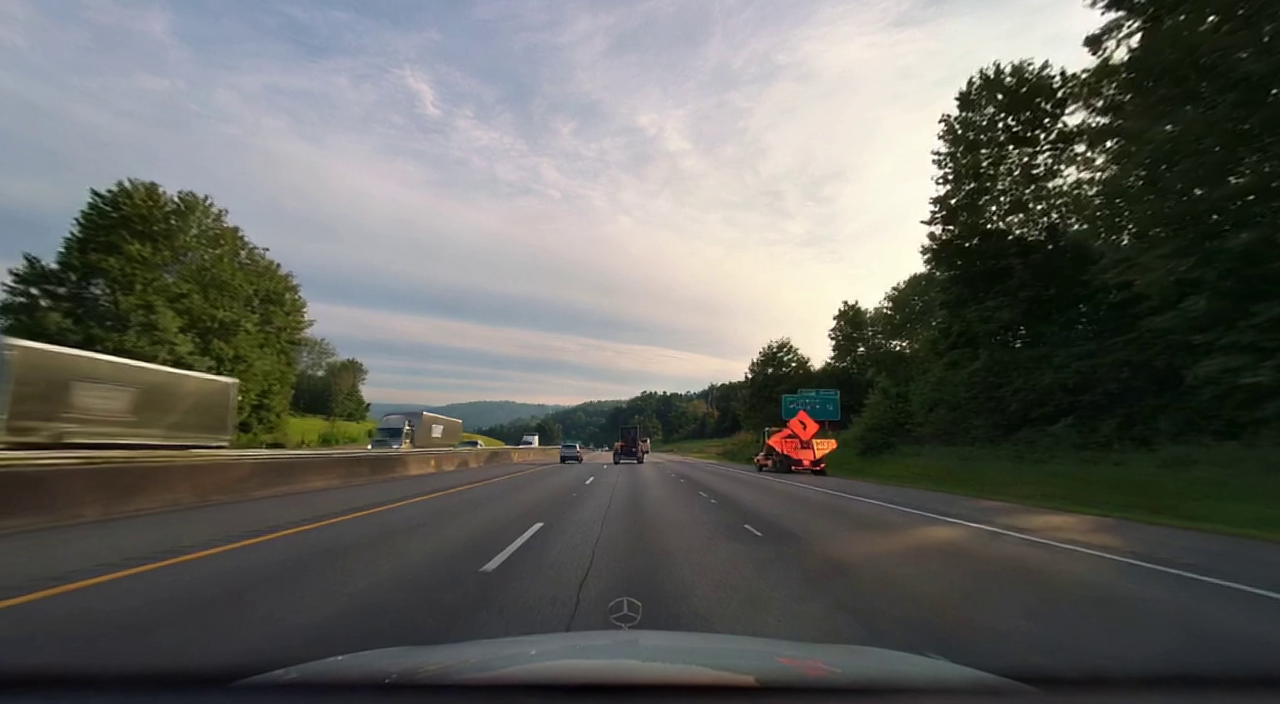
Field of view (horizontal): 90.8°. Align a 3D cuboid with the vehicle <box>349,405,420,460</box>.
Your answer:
[{"bbox_3d":[-19.324,6.224,48.181,2.930,3.933,5.854,0,-9,-1],"label":"vehicle"}]

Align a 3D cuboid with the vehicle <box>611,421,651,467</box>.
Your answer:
[{"bbox_3d":[-0.753,6.732,45.843,2.672,3.056,6.900,0,-9,-2],"label":"vehicle"}]

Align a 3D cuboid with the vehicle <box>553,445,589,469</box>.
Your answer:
[{"bbox_3d":[-4.476,6.886,41.498,1.991,1.484,4.110,0,-9,-1],"label":"vehicle"}]

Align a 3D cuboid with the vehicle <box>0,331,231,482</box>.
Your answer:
[{"bbox_3d":[-19.217,2.029,20.786,2.881,4.150,13.071,0,-9,-1],"label":"vehicle"}]

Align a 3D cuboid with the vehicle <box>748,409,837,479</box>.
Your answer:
[{"bbox_3d":[6.855,4.272,29.215,2.419,2.874,6.010,0,-9,-2],"label":"vehicle"}]
